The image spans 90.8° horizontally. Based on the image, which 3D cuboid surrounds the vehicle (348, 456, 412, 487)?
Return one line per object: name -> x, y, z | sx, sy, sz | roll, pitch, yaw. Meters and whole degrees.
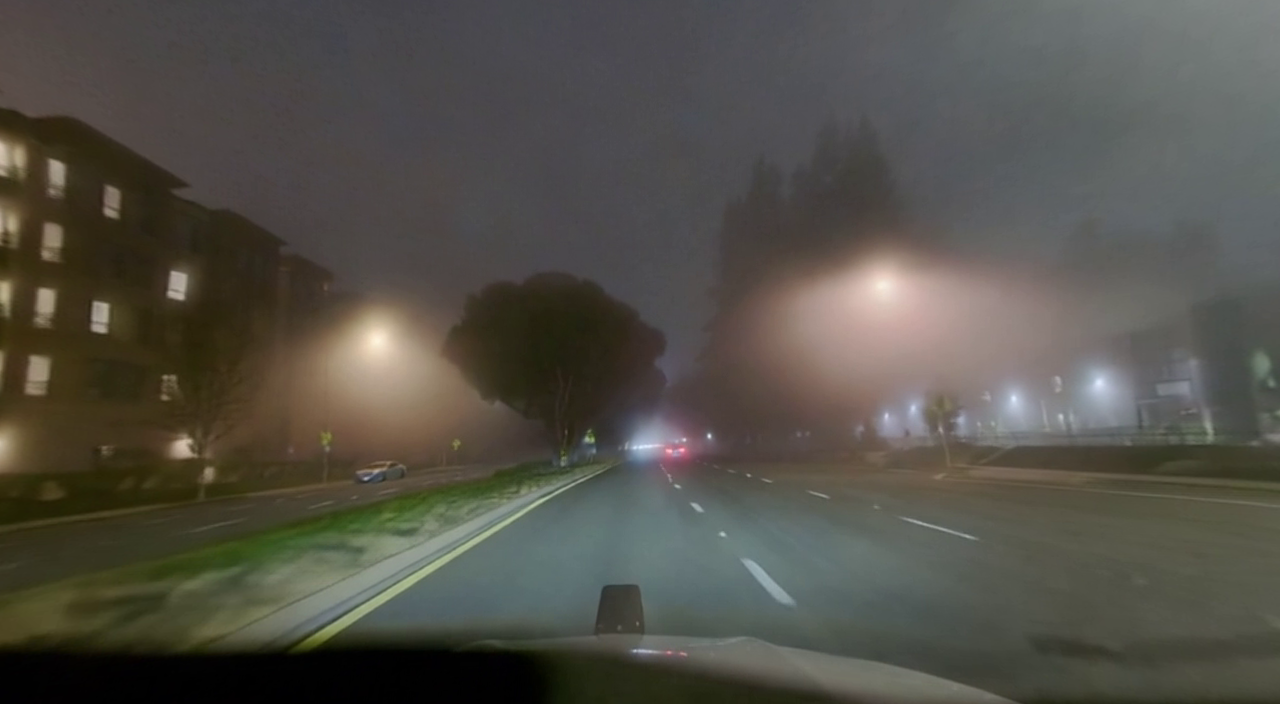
vehicle -> -15.861, 7.266, 38.789 | 1.975, 1.629, 4.491 | 0, -8, 0
